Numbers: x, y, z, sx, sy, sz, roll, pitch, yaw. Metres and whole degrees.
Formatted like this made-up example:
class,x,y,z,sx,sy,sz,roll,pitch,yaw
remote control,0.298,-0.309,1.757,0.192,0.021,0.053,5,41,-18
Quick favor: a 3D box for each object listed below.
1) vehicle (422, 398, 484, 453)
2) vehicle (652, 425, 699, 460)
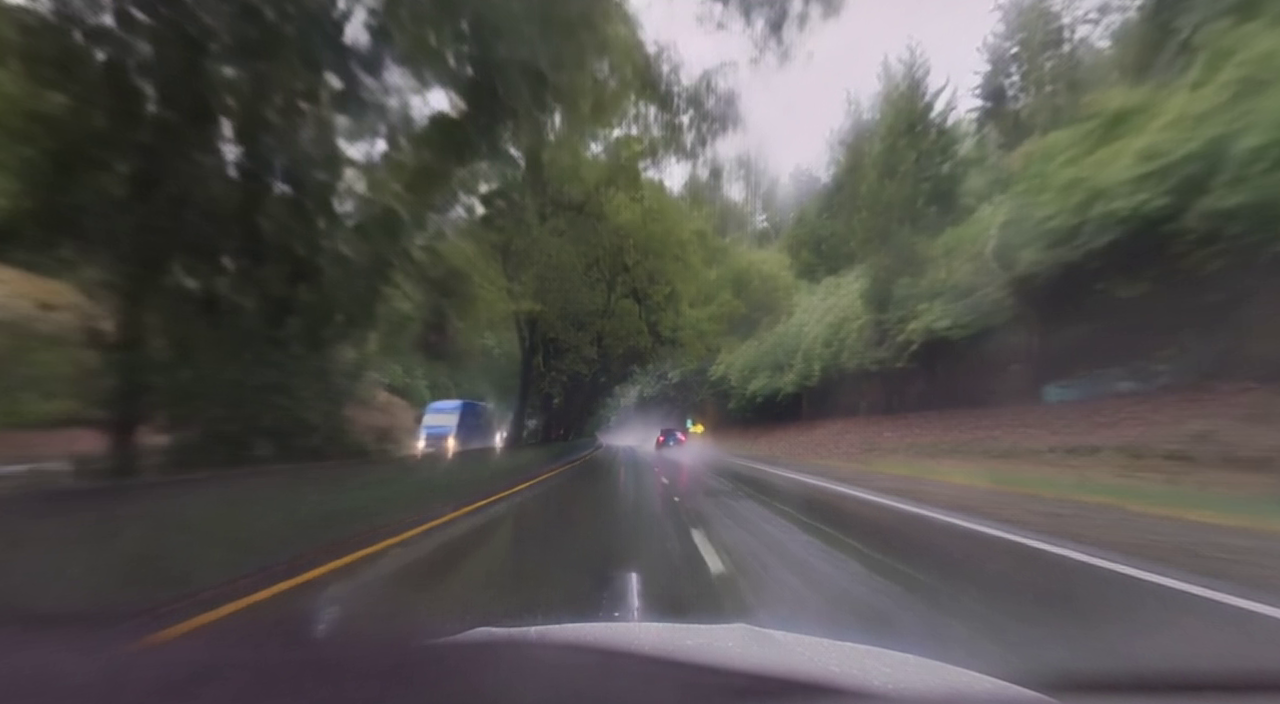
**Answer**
class,x,y,z,sx,sy,sz,roll,pitch,yaw
vehicle,-14.264,5.715,48.577,3.077,3.908,5.911,0,-8,-2
vehicle,1.925,5.096,35.751,2.240,1.801,4.545,0,-8,-2
